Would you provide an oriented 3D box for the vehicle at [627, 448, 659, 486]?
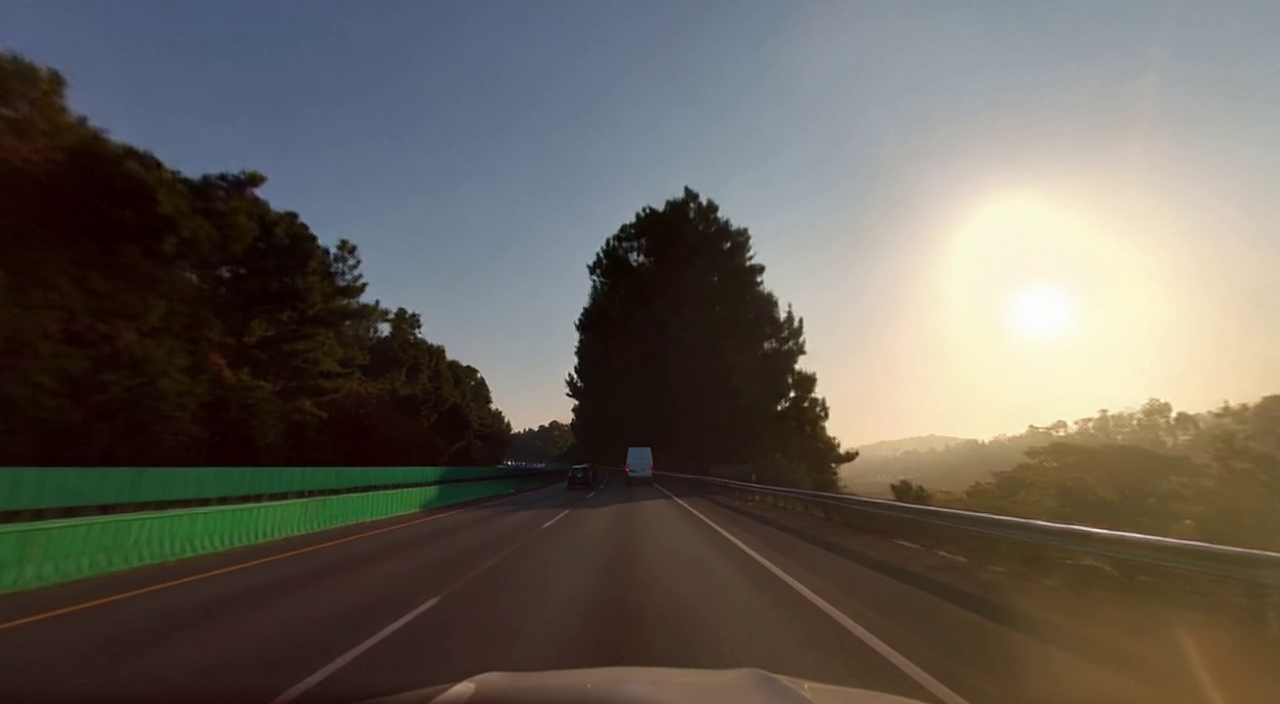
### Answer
[{"bbox_3d":[0.179,9.096,49.669,2.382,2.752,5.333,1,-11,-1],"label":"vehicle"}]

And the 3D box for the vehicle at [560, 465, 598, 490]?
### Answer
[{"bbox_3d":[-3.826,7.935,40.006,2.038,1.490,4.391,1,-11,-1],"label":"vehicle"}]
